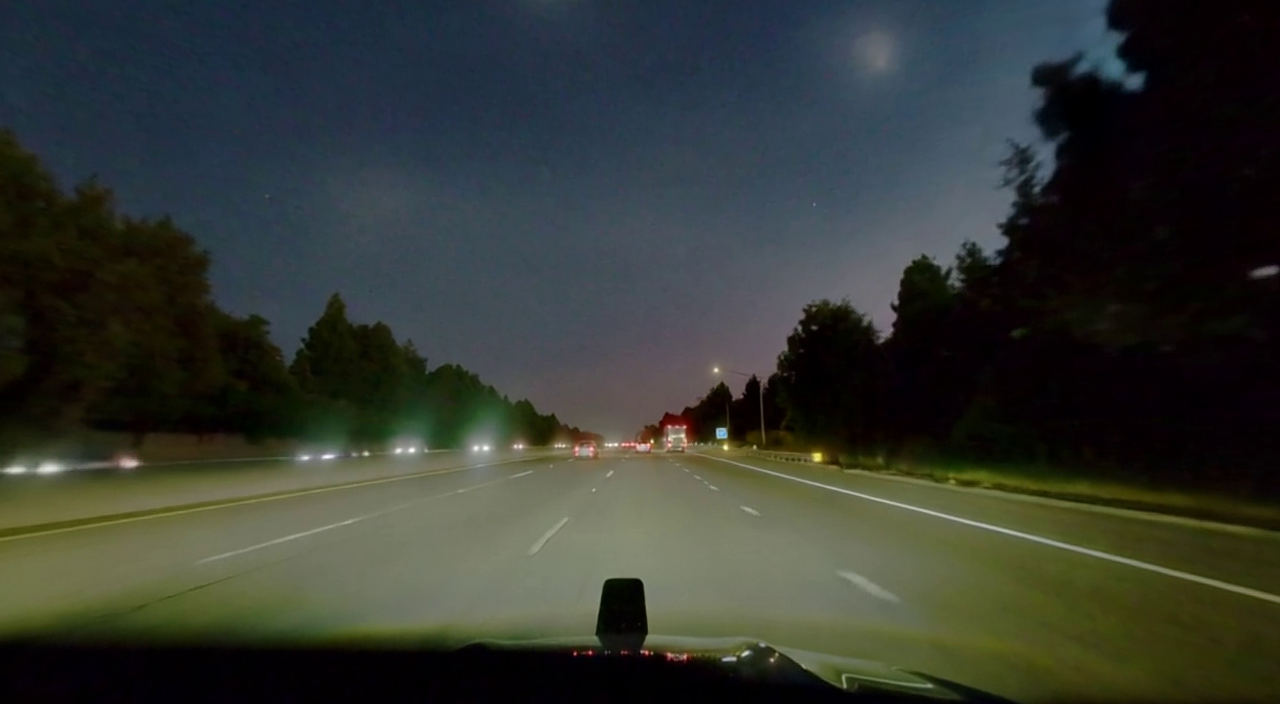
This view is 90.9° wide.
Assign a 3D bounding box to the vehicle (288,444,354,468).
[{"bbox_3d":[-21.293,6.969,42.337,1.899,1.486,4.660,0,-9,1],"label":"vehicle"}]

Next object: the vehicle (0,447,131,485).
[{"bbox_3d":[-24.953,4.885,27.294,1.853,1.485,4.706,0,-9,1],"label":"vehicle"}]

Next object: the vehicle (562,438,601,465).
[{"bbox_3d":[-3.575,6.222,39.340,2.025,1.571,3.662,0,-9,1],"label":"vehicle"}]
